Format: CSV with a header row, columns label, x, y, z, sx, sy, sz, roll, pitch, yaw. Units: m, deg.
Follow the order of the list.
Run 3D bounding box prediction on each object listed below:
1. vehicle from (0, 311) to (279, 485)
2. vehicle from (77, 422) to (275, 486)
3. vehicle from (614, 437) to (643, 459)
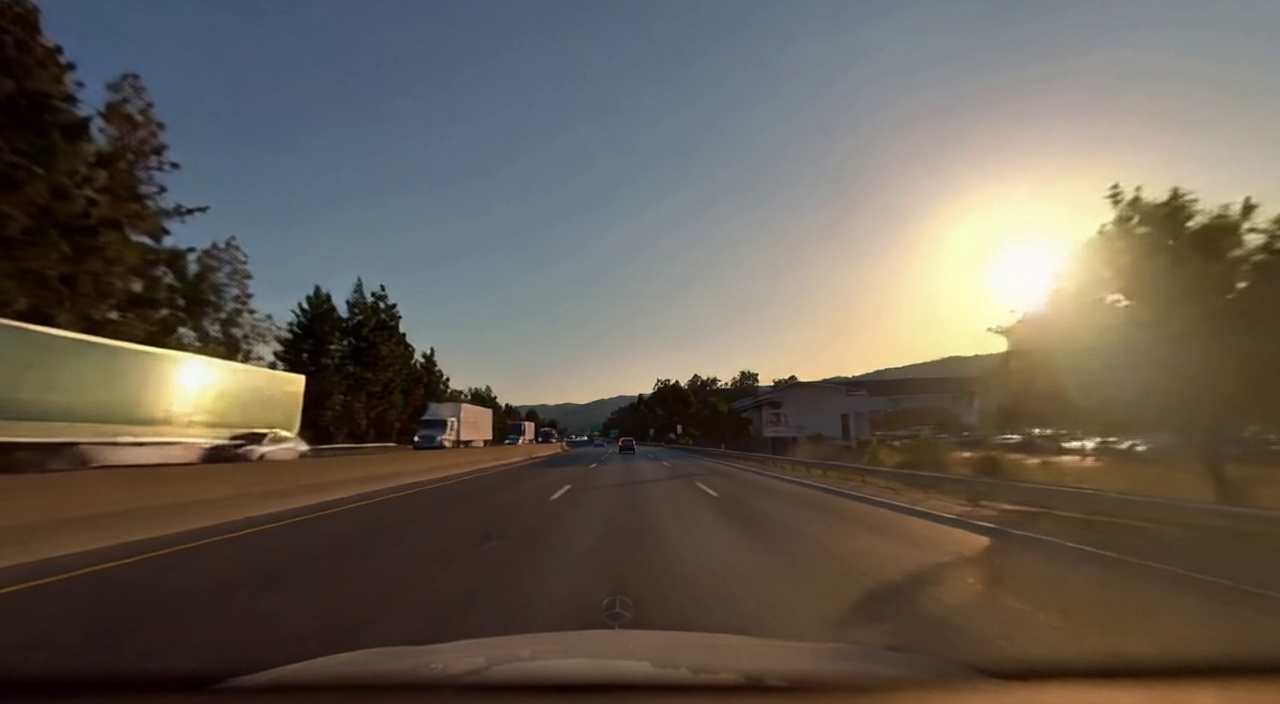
label,x,y,z,sx,sy,sz,roll,pitch,yaw
vehicle,-16.744,1.792,19.699,3.003,4.074,13.799,0,-8,-1
vehicle,-12.664,2.821,17.701,2.006,1.512,4.784,0,-8,-2
vehicle,-0.921,7.177,47.148,2.099,1.504,3.843,0,-8,-2
